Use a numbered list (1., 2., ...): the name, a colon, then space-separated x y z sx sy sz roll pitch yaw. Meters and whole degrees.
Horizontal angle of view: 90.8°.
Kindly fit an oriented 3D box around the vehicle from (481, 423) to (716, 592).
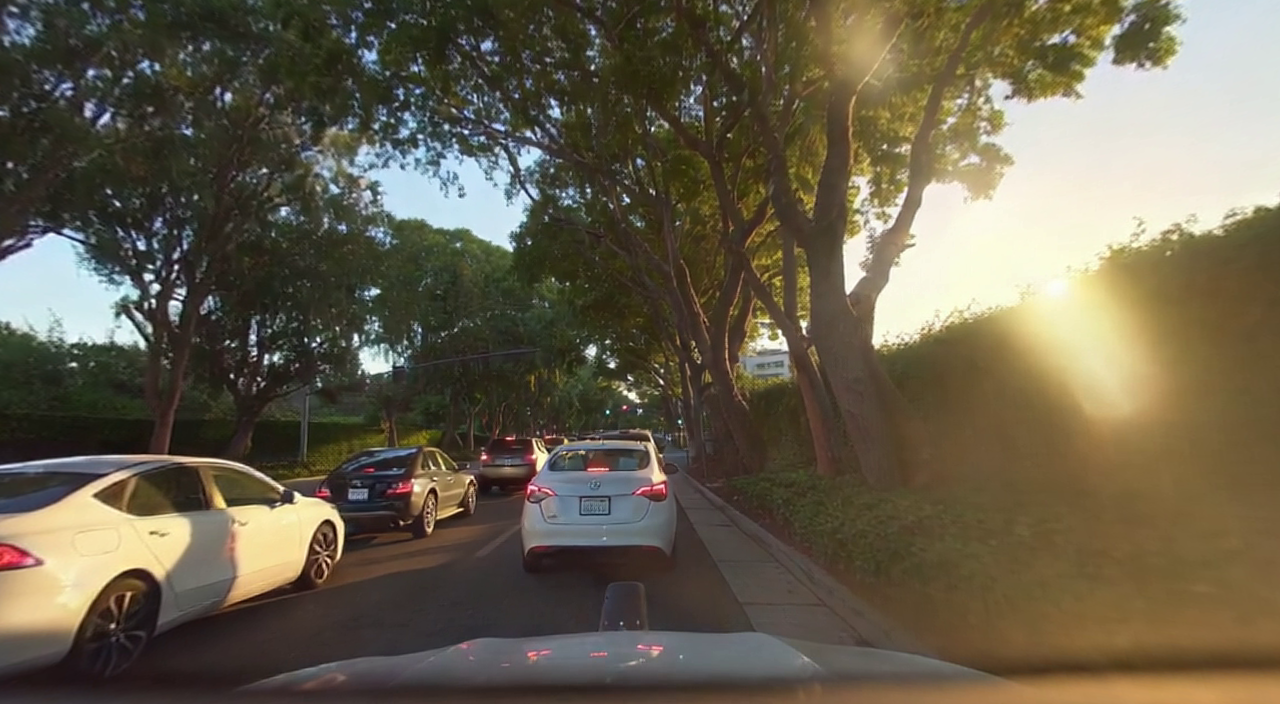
1. vehicle: -0.416 1.719 7.847 2.127 1.517 4.090 0 -9 -1

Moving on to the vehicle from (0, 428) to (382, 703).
1. vehicle: -3.813 1.358 4.916 1.784 1.408 4.141 0 -8 1

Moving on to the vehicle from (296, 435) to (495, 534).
1. vehicle: -4.256 2.356 11.914 1.898 1.503 4.453 0 -9 1
